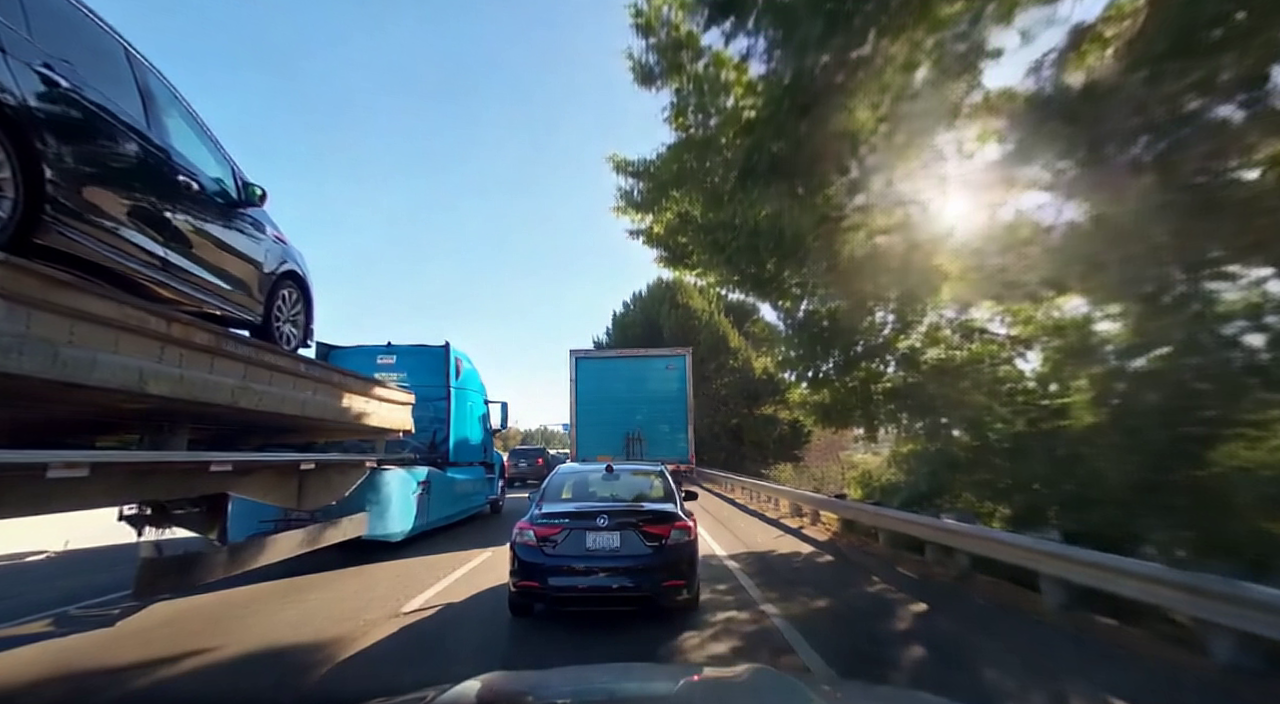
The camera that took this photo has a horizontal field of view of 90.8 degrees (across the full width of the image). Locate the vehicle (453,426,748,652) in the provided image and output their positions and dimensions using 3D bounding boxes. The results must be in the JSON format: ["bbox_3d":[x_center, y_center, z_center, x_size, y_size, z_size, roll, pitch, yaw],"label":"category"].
[{"bbox_3d":[-0.285,1.534,6.049,1.991,1.507,3.391,0,-9,-1],"label":"vehicle"}]

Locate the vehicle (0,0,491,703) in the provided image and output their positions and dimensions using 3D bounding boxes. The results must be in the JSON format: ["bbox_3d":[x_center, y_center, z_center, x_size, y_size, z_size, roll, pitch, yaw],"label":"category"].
[{"bbox_3d":[-4.591,0.283,6.084,2.836,4.059,14.286,0,-9,0],"label":"vehicle"}]
